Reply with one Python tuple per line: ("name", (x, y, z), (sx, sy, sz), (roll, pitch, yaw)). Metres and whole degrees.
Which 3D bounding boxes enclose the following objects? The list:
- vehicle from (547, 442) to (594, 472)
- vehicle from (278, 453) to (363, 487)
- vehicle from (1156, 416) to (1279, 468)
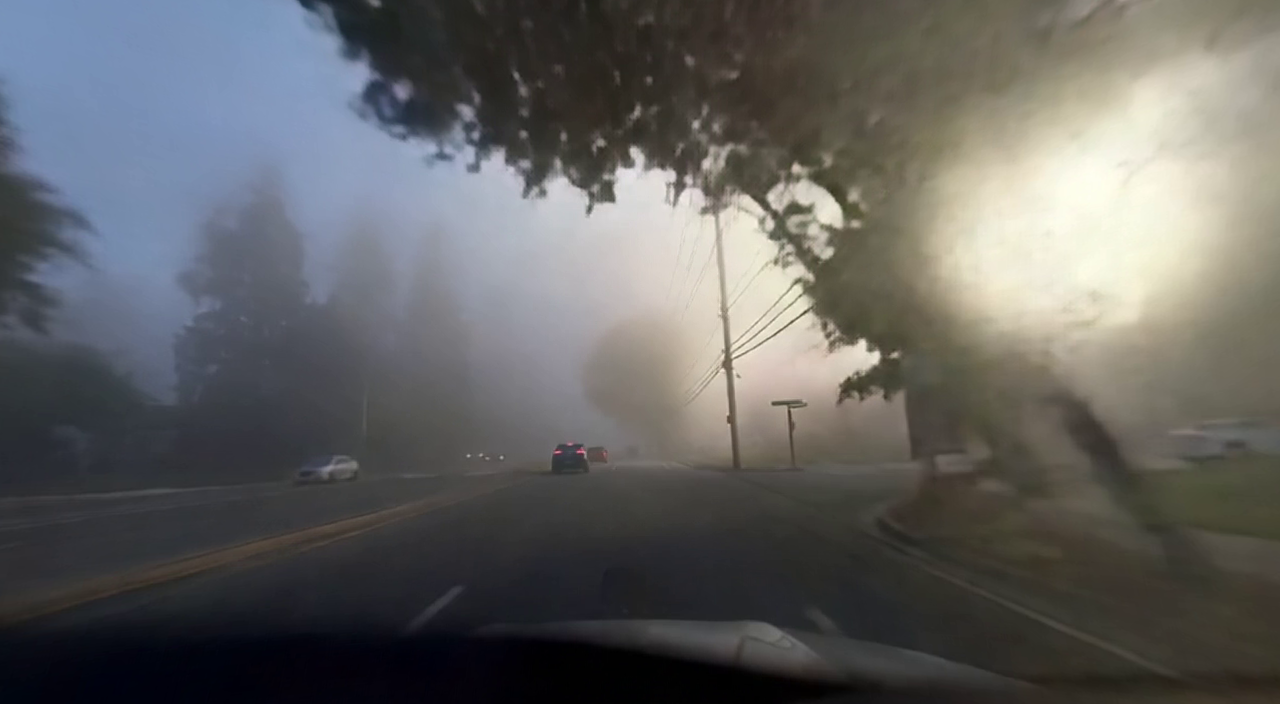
("vehicle", (-3.665, 5.611, 33.965), (2.084, 1.466, 4.522), (0, -9, 0))
("vehicle", (-16.178, 5.979, 32.266), (1.937, 1.480, 4.755), (0, -9, -1))
("vehicle", (21.864, 3.196, 22.499), (4.904, 1.735, 2.270), (0, -8, -2))
